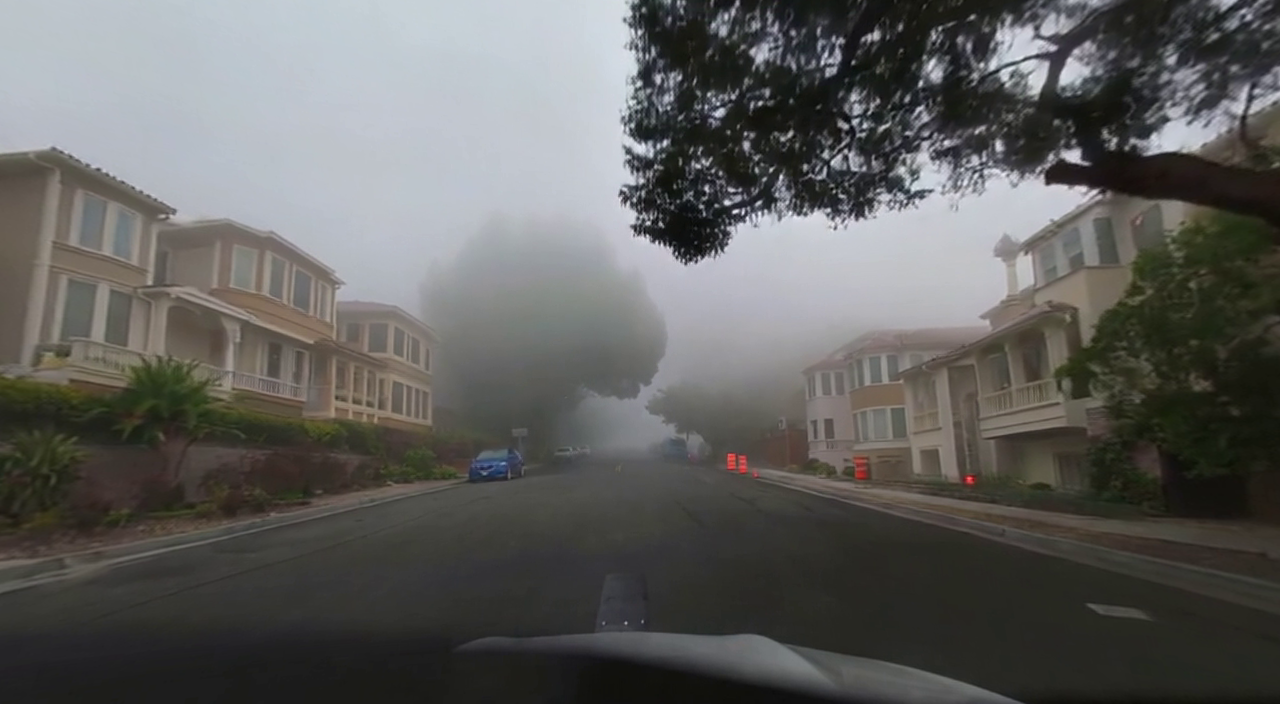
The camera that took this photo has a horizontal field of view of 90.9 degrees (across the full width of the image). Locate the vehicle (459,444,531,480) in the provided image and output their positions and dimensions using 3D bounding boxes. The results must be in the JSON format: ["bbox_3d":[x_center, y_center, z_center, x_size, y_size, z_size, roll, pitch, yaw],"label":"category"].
[{"bbox_3d":[-6.527,4.997,28.907,2.137,1.481,4.503,0,-8,1],"label":"vehicle"}]
